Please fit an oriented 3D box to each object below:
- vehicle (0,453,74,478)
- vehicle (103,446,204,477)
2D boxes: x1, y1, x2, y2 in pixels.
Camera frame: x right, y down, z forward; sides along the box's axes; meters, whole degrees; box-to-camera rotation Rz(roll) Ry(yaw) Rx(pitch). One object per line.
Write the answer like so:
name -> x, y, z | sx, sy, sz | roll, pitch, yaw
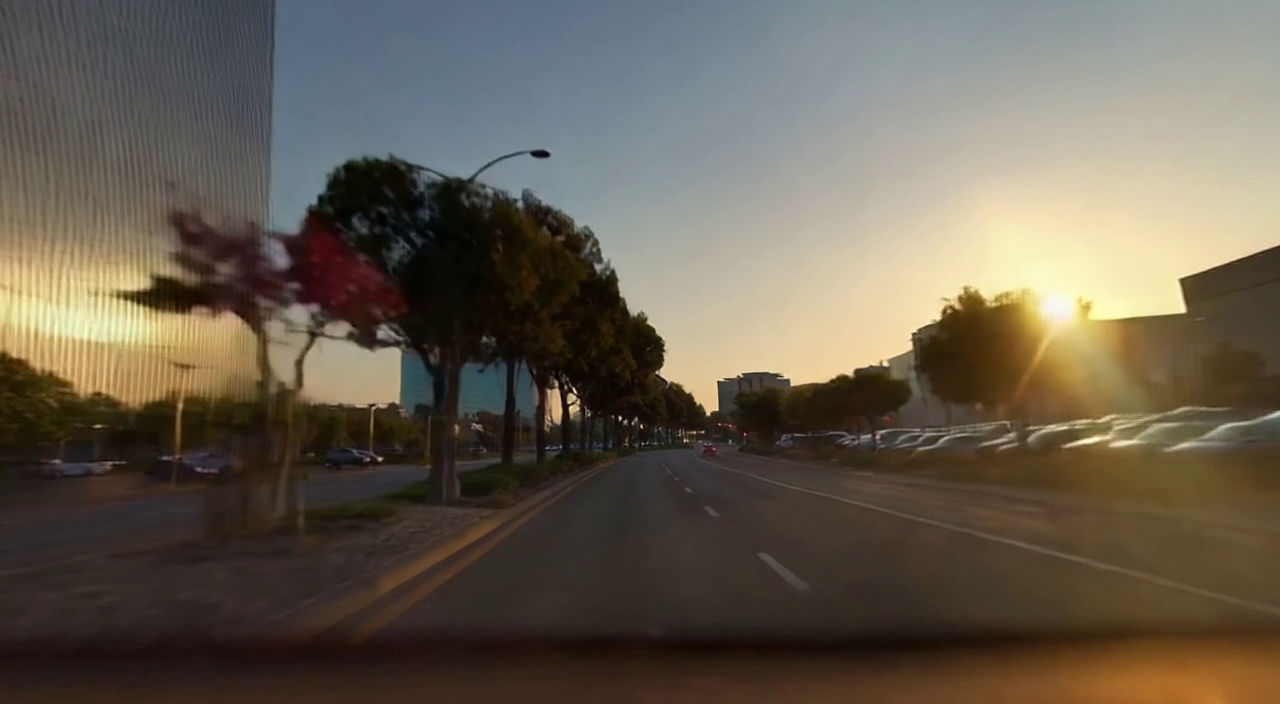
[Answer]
vehicle -> -40.507, 7.532, 42.018 | 4.102, 1.543, 1.629 | 0, -9, 2
vehicle -> -29.407, 6.631, 38.298 | 4.470, 1.480, 1.989 | -4, -10, 0
